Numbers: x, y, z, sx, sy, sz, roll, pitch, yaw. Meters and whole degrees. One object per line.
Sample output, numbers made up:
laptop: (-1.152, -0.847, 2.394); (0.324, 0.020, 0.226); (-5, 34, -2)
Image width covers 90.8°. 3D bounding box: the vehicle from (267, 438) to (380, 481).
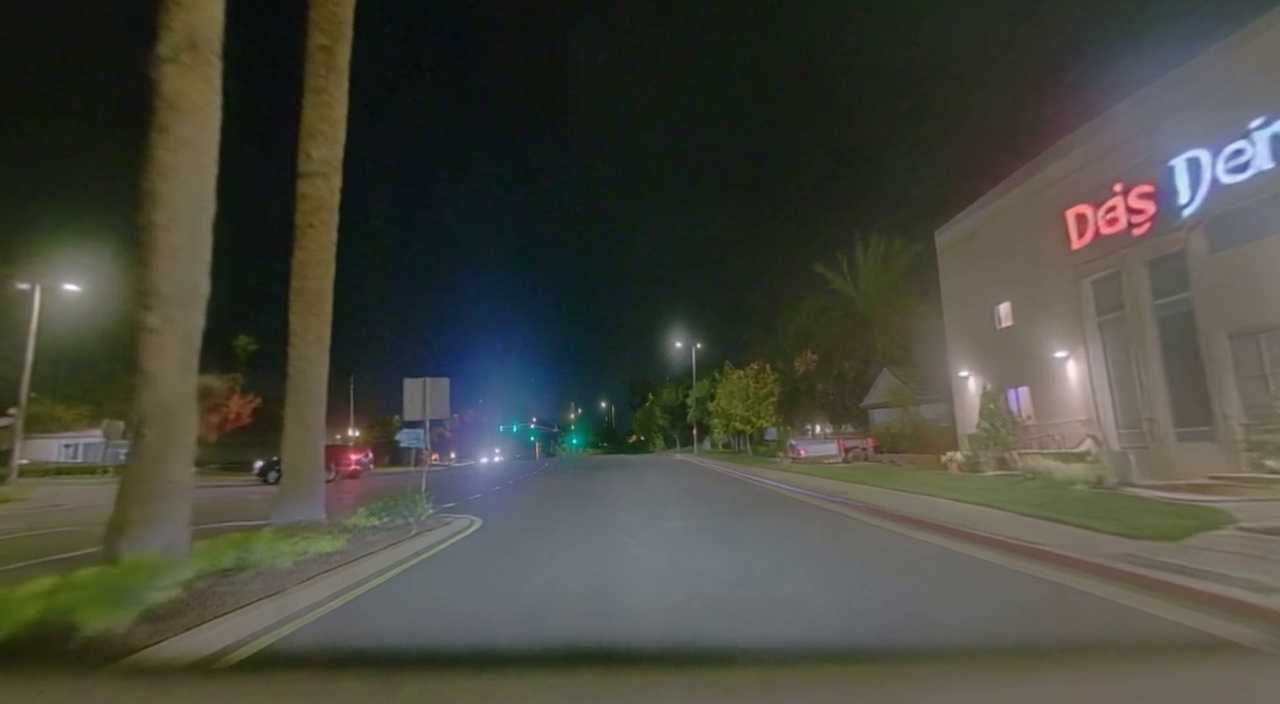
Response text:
vehicle: (-14.991, 5.070, 29.952); (4.651, 1.863, 2.174); (-4, -9, 23)
